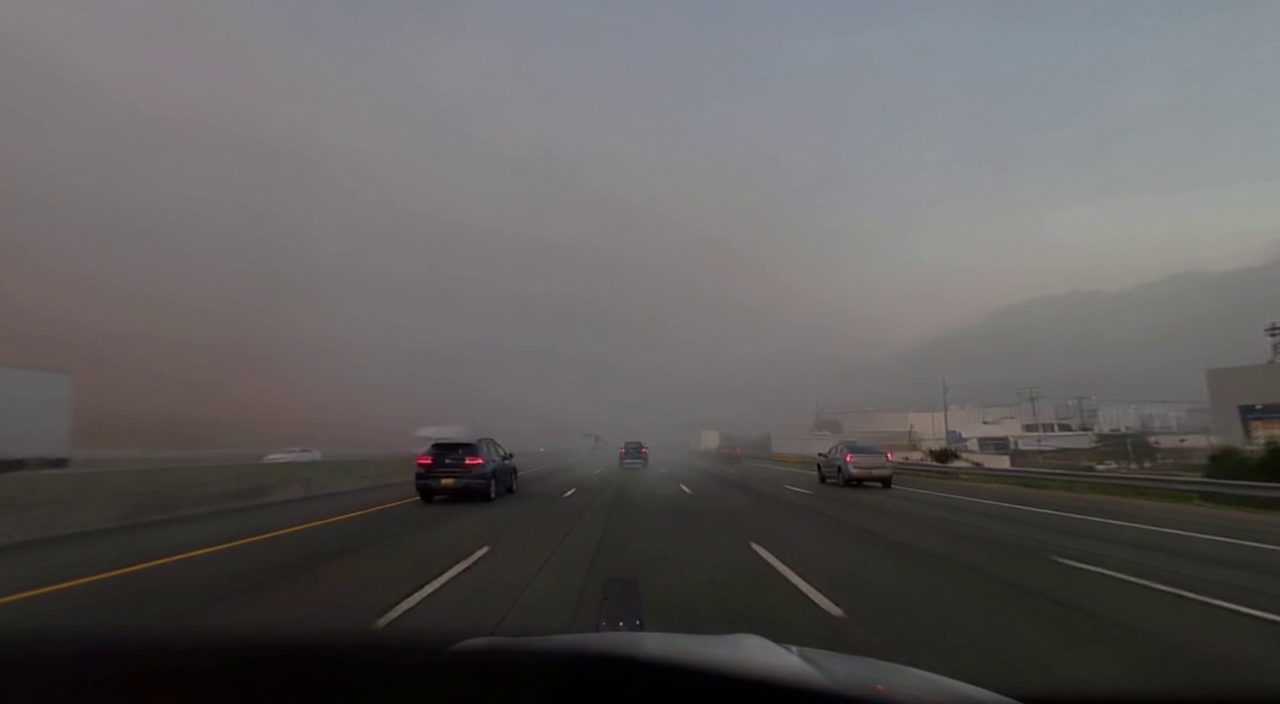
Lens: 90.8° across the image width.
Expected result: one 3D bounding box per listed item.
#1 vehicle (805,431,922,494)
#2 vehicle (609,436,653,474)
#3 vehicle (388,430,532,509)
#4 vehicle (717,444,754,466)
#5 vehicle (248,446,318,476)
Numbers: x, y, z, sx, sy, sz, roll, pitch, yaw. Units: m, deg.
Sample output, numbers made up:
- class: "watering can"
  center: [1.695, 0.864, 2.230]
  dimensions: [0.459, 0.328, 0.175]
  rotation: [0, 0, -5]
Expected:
- class: "vehicle"
  center: [6.564, 3.298, 19.107]
  dimensions: [1.944, 1.666, 4.184]
  rotation: [0, -9, 0]
- class: "vehicle"
  center: [-0.408, 5.137, 31.749]
  dimensions: [2.002, 1.759, 4.658]
  rotation: [0, -9, 0]
- class: "vehicle"
  center: [-4.189, 2.820, 15.636]
  dimensions: [2.126, 1.631, 4.643]
  rotation: [0, -9, 1]
- class: "vehicle"
  center: [6.699, 7.267, 44.674]
  dimensions: [1.879, 1.428, 4.402]
  rotation: [0, -9, -1]
- class: "vehicle"
  center: [-17.283, 5.280, 30.722]
  dimensions: [1.473, 1.358, 3.231]
  rotation: [0, -9, 1]
